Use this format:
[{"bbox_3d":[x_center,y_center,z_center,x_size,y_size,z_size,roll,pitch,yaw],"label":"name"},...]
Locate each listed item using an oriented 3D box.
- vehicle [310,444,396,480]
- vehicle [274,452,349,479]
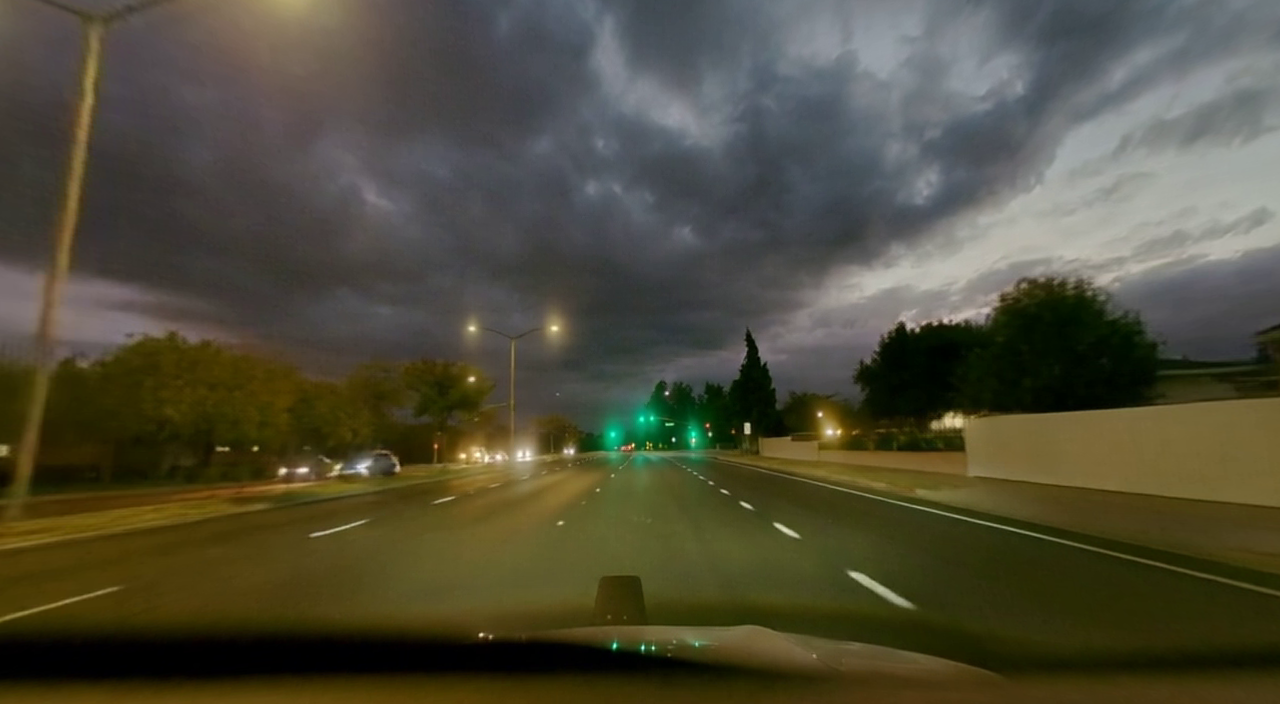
[{"bbox_3d":[-13.146,5.039,29.162,1.994,1.518,4.072,0,-9,1],"label":"vehicle"},{"bbox_3d":[-20.640,7.134,39.838,2.062,1.504,4.877,0,-9,0],"label":"vehicle"}]
